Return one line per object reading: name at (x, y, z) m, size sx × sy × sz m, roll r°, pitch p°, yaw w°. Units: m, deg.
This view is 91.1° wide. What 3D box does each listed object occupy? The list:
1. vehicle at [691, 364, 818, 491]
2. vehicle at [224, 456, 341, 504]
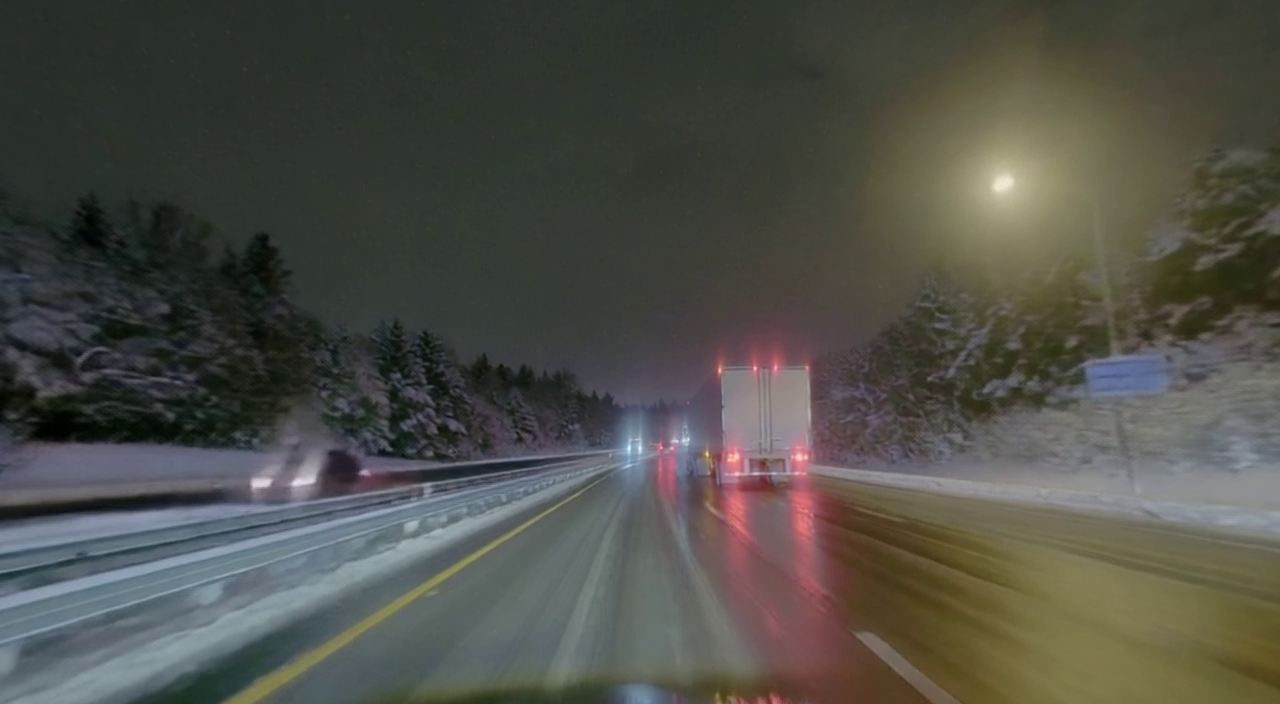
vehicle at (4.139, 3.340, 26.357) m, size 2.965 × 4.028 × 12.529 m, roll 0°, pitch -9°, yaw 0°
vehicle at (-12.275, 4.388, 21.859) m, size 1.859 × 1.465 × 3.636 m, roll 0°, pitch -9°, yaw 1°
